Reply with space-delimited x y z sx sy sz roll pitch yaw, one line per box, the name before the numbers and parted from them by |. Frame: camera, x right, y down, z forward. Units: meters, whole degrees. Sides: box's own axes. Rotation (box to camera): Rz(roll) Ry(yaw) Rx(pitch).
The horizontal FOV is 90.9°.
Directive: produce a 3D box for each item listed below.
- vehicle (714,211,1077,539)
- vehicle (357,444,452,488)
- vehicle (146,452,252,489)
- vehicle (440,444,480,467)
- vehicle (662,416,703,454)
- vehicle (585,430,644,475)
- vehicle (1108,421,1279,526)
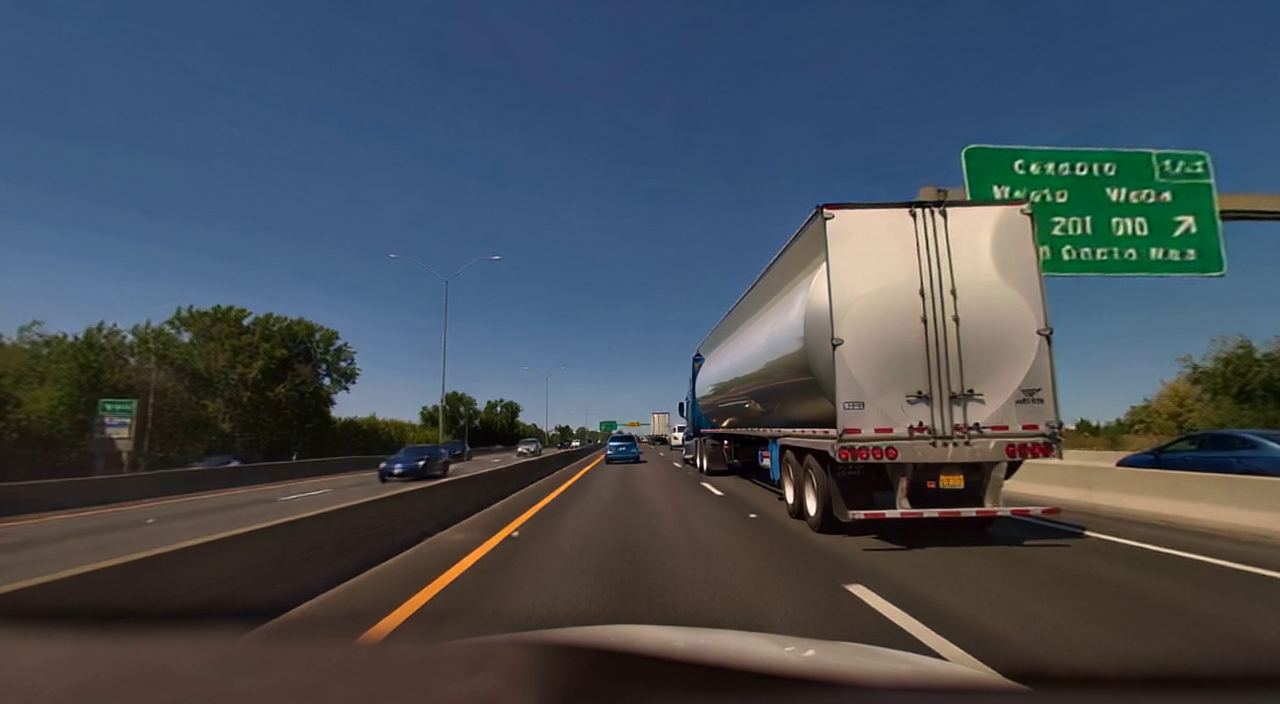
vehicle | 3.512 0.829 12.091 2.826 3.905 9.262 0 -8 -1
vehicle | -8.898 4.303 24.304 1.894 1.483 4.624 0 -8 0
vehicle | -20.036 5.370 28.907 1.880 1.476 4.282 0 -8 -2
vehicle | -13.164 7.566 46.343 1.905 1.541 4.030 0 -8 -3
vehicle | 3.166 6.319 47.945 2.475 2.782 4.986 0 -8 -3
vehicle | -0.880 3.677 23.309 2.000 1.510 3.518 0 -8 0
vehicle | 9.841 1.857 9.982 1.739 1.471 3.889 0 -8 -2
